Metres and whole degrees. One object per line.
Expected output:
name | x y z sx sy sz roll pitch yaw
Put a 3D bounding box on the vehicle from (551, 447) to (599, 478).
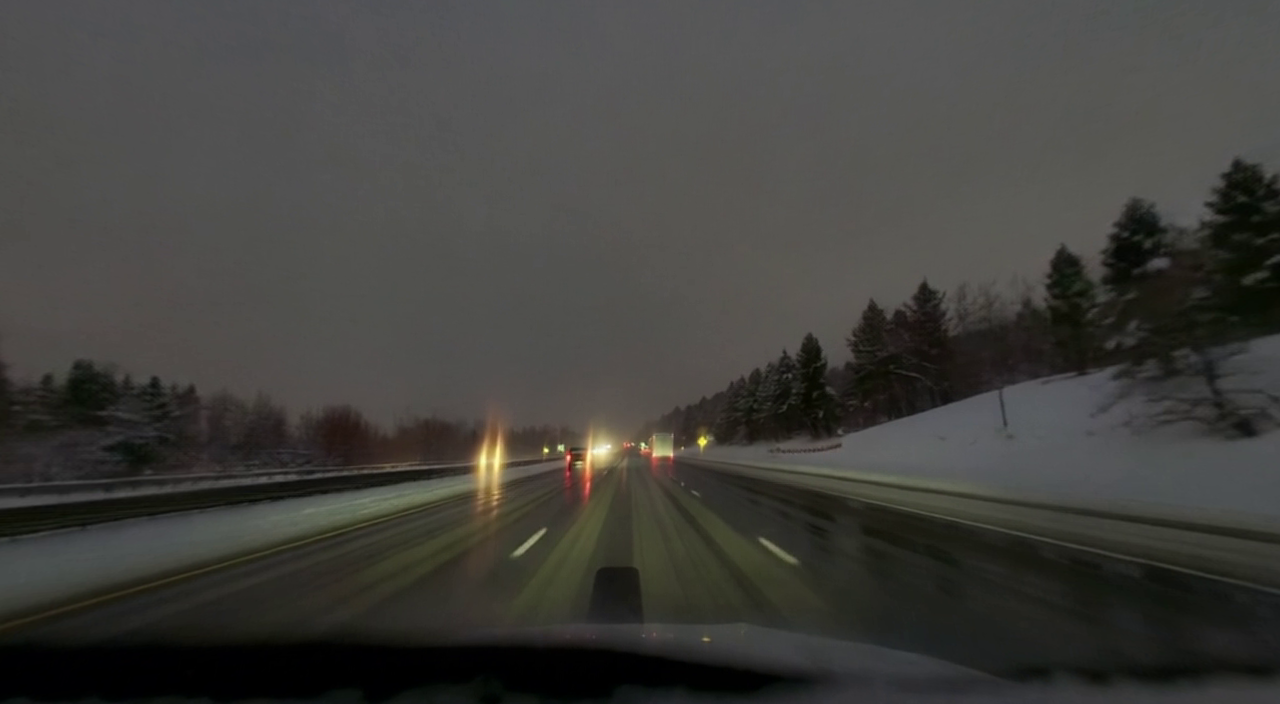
vehicle | -3.326 5.734 32.870 2.100 1.525 4.179 0 -9 0
